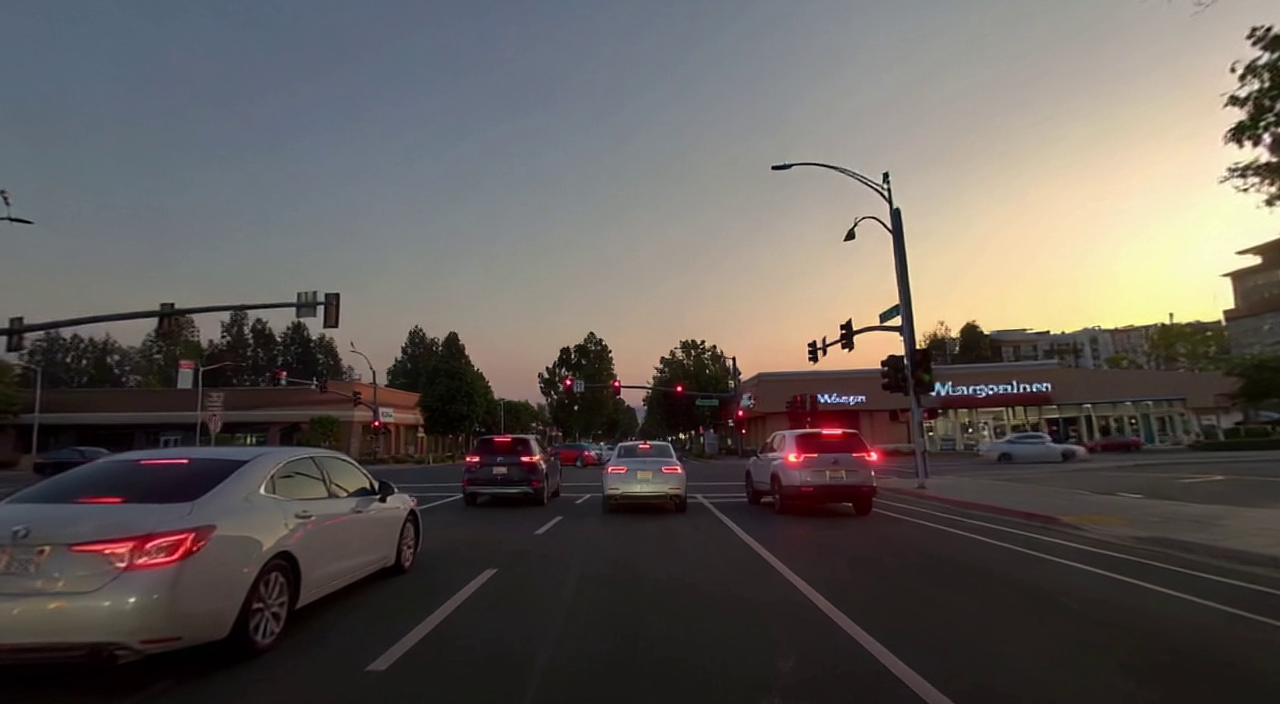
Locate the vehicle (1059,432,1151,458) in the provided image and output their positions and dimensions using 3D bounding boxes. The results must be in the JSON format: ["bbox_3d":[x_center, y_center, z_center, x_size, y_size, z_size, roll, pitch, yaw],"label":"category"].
[{"bbox_3d":[30.558,6.132,41.456,4.432,1.680,1.932,0,-9,2],"label":"vehicle"}]

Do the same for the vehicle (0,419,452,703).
[{"bbox_3d":[-3.332,1.426,5.438,2.014,1.472,4.357,0,-9,1],"label":"vehicle"}]

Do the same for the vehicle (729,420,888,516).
[{"bbox_3d":[3.319,2.409,13.492,2.076,1.691,4.402,0,-9,-2],"label":"vehicle"}]

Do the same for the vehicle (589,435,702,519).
[{"bbox_3d":[0.136,2.578,13.442,2.032,1.499,3.994,0,-9,1],"label":"vehicle"}]

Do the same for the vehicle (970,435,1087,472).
[{"bbox_3d":[16.800,4.401,27.418,3.822,1.514,1.905,-2,-9,10],"label":"vehicle"}]

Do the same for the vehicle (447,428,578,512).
[{"bbox_3d":[-2.819,2.729,14.967,2.072,1.694,4.070,-1,-9,3],"label":"vehicle"}]
